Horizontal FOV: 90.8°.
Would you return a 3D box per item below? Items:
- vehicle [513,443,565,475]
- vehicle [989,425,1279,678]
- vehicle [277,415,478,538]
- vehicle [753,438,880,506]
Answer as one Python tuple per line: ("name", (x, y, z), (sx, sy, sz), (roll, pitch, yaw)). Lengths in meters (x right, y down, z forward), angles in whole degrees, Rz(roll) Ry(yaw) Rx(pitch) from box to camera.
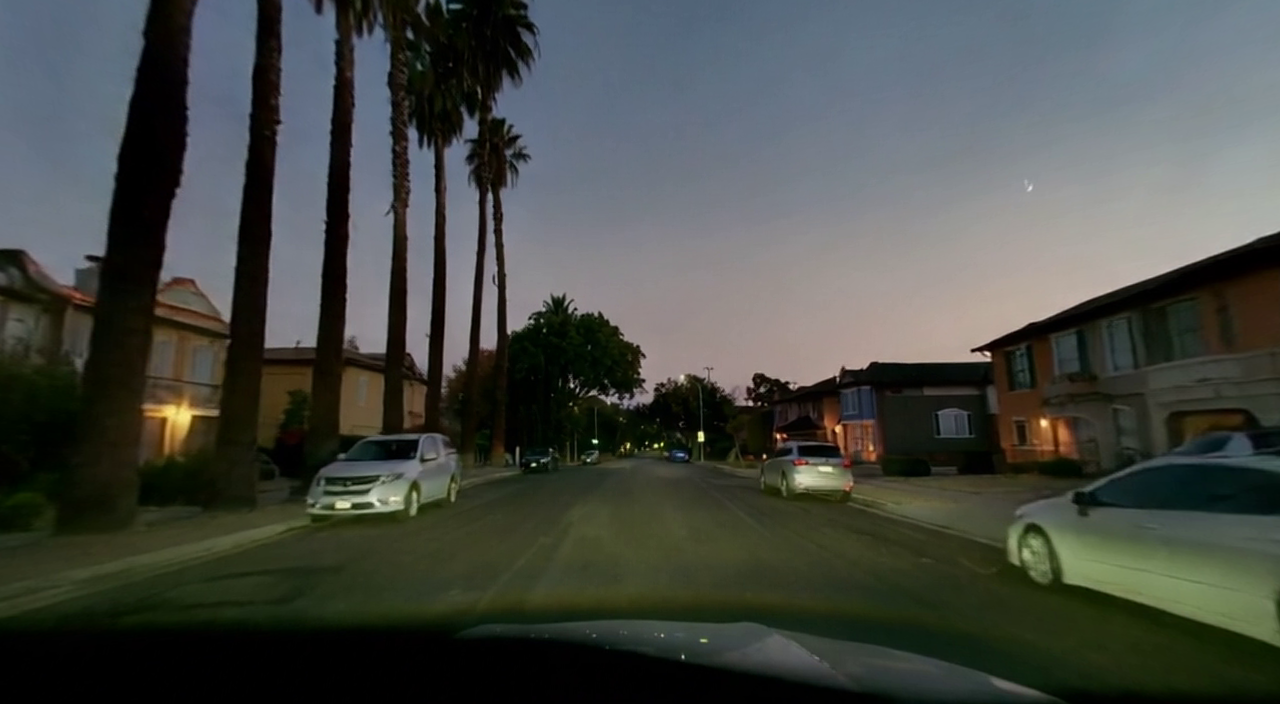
("vehicle", (-5.508, 5.902, 35.080), (2.079, 1.486, 4.877), (-3, -8, -1))
("vehicle", (4.815, 1.389, 4.642), (2.056, 1.464, 4.493), (5, -9, 1))
("vehicle", (-4.861, 2.371, 12.737), (2.149, 1.877, 5.082), (-1, -9, -4))
("vehicle", (4.504, 3.117, 16.939), (1.991, 1.554, 4.501), (0, -9, -1))
